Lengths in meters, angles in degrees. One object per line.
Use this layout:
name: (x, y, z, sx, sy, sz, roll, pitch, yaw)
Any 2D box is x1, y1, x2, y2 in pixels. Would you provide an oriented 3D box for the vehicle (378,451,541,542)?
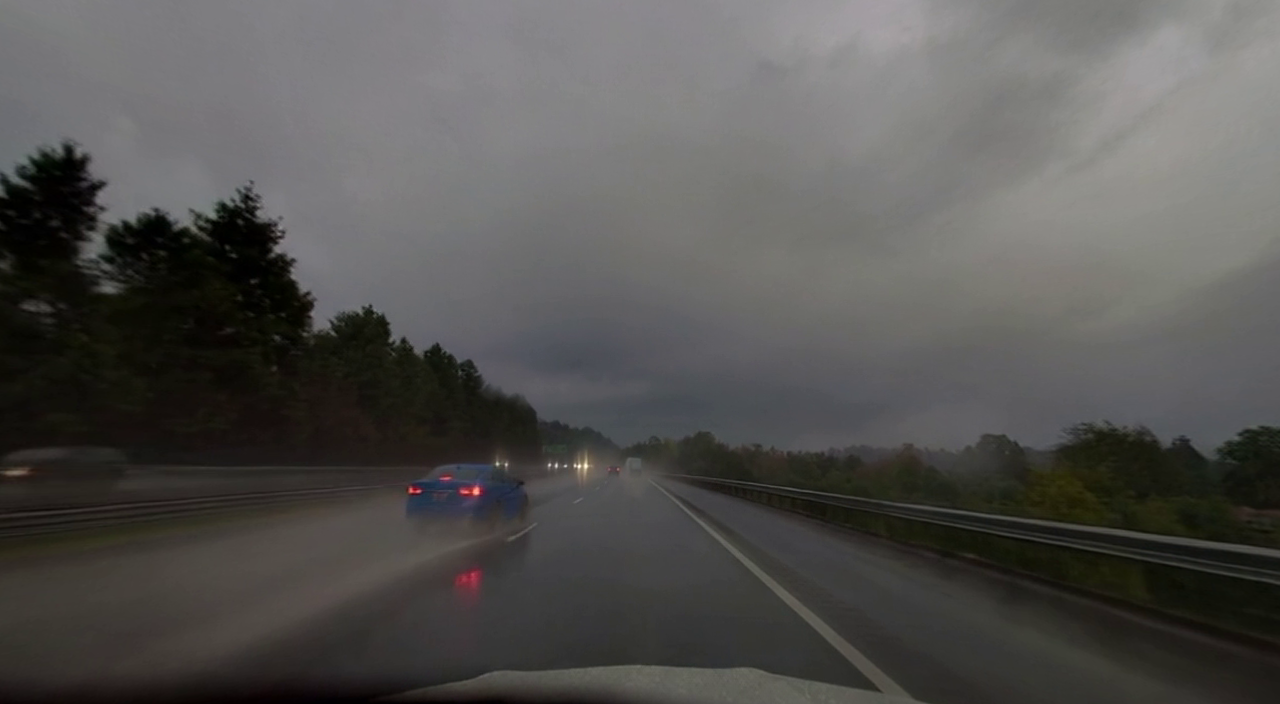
vehicle: (-3.309, 2.762, 12.412, 2.040, 1.465, 3.744, 1, -11, 0)

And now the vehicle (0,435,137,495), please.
vehicle: (-17.329, 3.282, 18.301, 1.872, 1.501, 4.234, 1, -11, 0)
